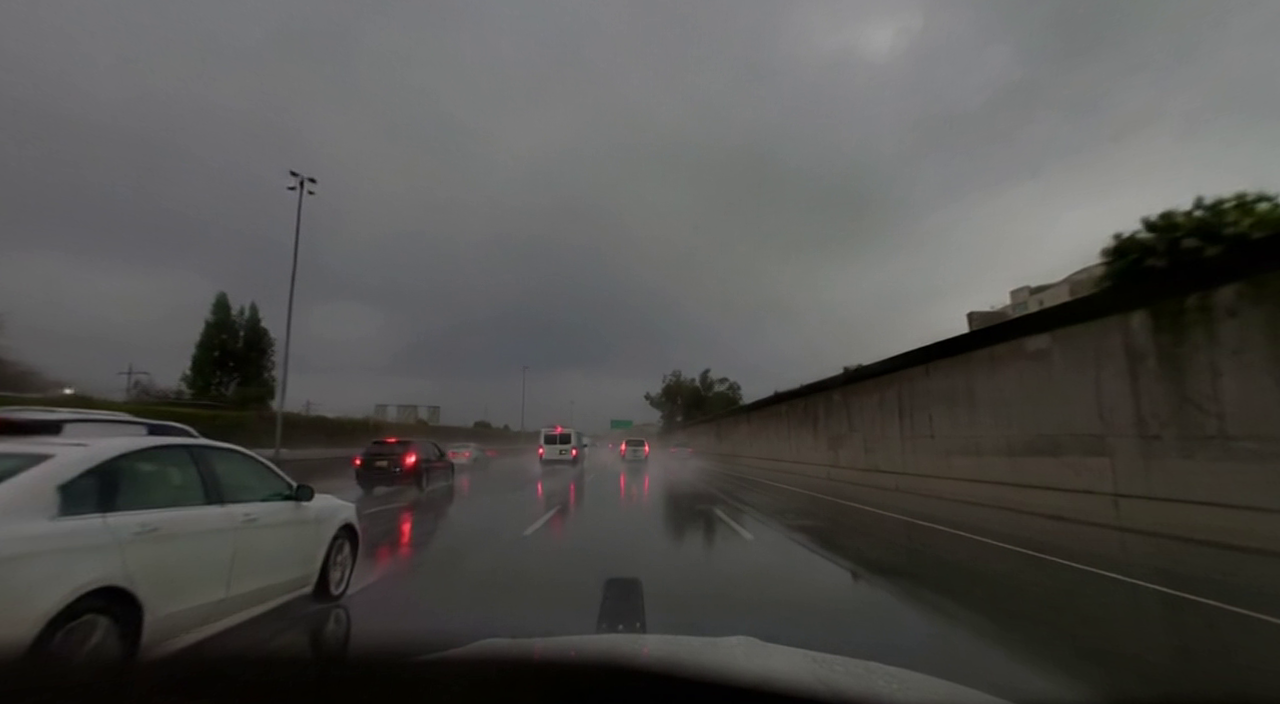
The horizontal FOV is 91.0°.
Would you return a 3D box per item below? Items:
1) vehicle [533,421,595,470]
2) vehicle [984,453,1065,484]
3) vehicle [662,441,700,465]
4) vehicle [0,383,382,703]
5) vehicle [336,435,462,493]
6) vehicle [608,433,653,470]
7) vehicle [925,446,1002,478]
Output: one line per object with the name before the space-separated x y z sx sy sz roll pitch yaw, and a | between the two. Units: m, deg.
vehicle | -3.800 4.861 32.578 2.504 2.276 5.933 0 -9 -1
vehicle | 20.948 6.360 34.531 1.789 1.531 3.983 0 -9 -2
vehicle | 2.684 6.828 42.635 2.127 1.513 4.501 0 -9 -2
vehicle | -3.296 1.040 3.394 1.963 1.507 4.172 0 -9 1
vehicle | -6.931 3.265 18.715 1.959 1.493 4.575 0 -9 0
vehicle | -0.472 5.228 33.284 2.207 1.807 4.199 0 -9 0
vehicle | 20.841 7.069 40.824 2.083 1.873 5.209 0 -9 -2
